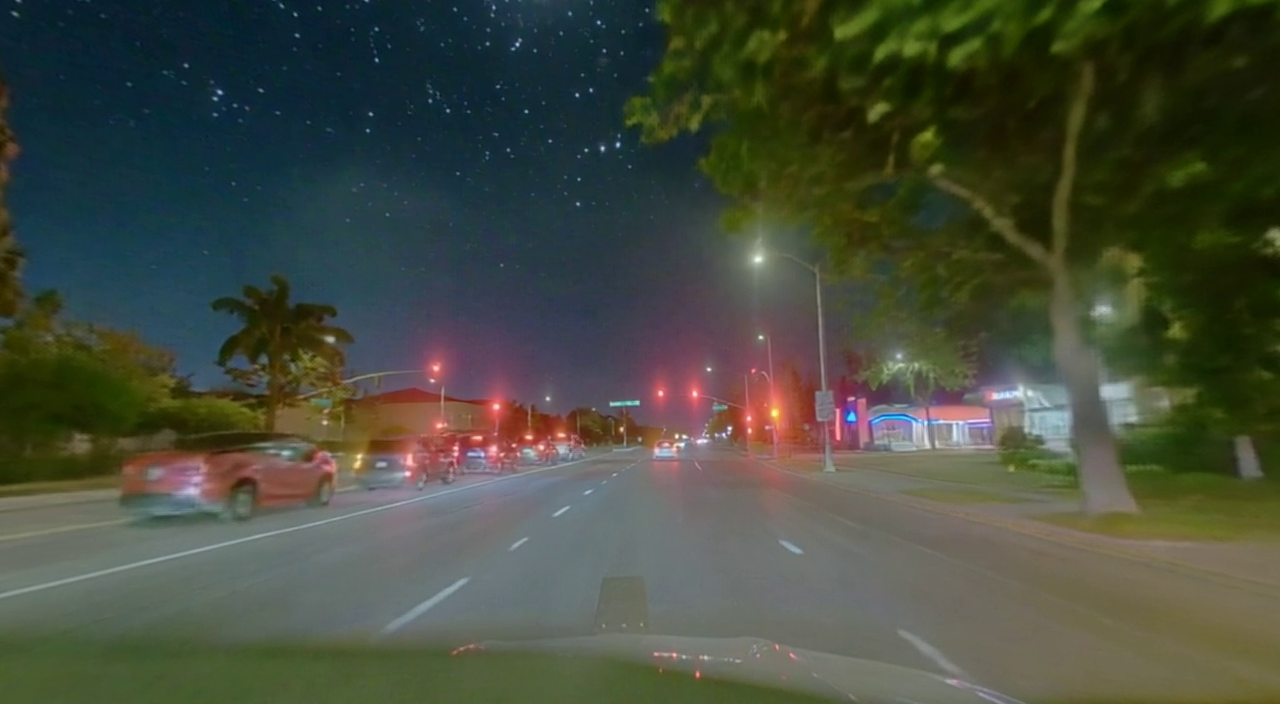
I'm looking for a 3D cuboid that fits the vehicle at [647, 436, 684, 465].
[{"bbox_3d":[1.624,6.102,39.168,2.197,1.682,3.642,-1,-9,4],"label":"vehicle"}]

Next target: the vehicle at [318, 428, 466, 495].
[{"bbox_3d":[-6.729,3.026,17.815,2.121,1.630,4.642,0,-8,3],"label":"vehicle"}]

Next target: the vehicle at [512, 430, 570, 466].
[{"bbox_3d":[-5.440,5.409,35.469,2.111,1.864,4.932,-1,-9,4],"label":"vehicle"}]

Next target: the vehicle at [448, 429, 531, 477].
[{"bbox_3d":[-6.133,4.183,26.326,1.951,1.809,4.917,-1,-8,4],"label":"vehicle"}]

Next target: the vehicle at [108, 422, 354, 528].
[{"bbox_3d":[-7.175,2.173,11.634,1.870,1.616,3.765,0,-8,2],"label":"vehicle"}]
